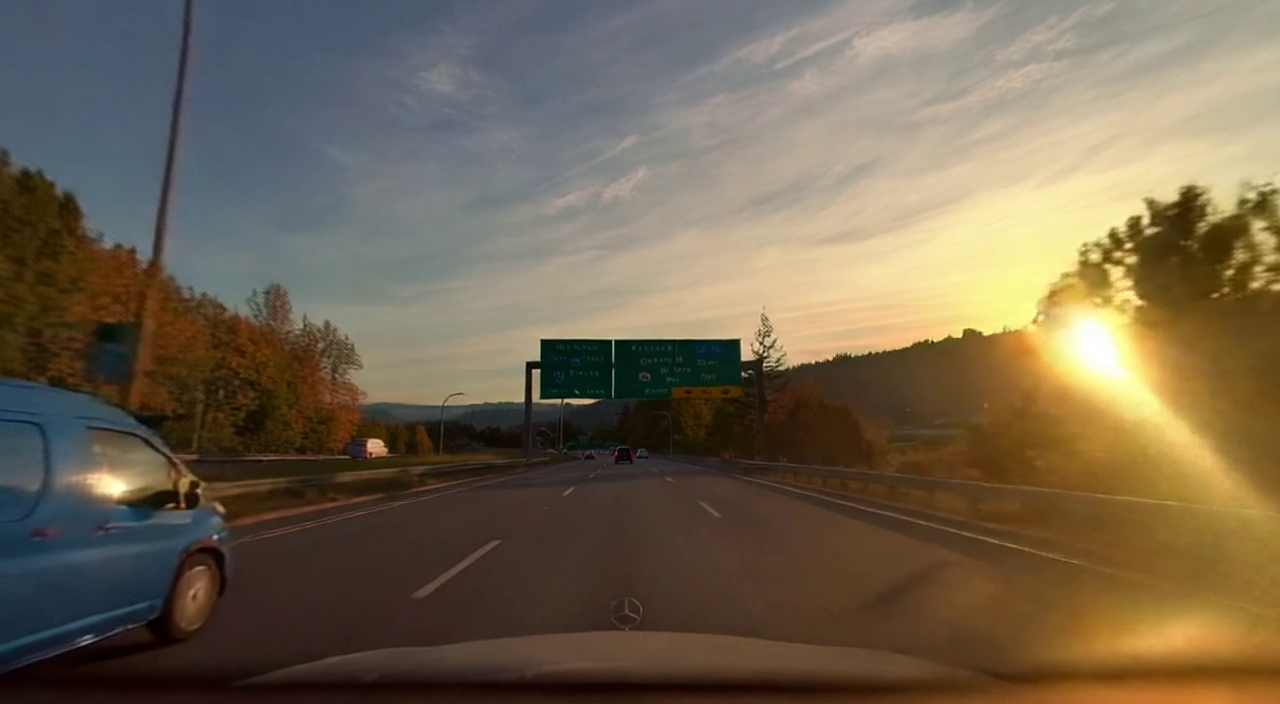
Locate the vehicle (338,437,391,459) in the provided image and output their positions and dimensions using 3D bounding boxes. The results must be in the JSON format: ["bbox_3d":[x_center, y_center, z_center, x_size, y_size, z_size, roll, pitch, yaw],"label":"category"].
[{"bbox_3d":[-19.891,6.972,45.650,1.901,1.465,4.173,0,-9,0],"label":"vehicle"}]

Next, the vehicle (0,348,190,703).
[{"bbox_3d":[-4.194,0.740,2.214,1.971,1.795,4.389,0,-9,-1],"label":"vehicle"}]
